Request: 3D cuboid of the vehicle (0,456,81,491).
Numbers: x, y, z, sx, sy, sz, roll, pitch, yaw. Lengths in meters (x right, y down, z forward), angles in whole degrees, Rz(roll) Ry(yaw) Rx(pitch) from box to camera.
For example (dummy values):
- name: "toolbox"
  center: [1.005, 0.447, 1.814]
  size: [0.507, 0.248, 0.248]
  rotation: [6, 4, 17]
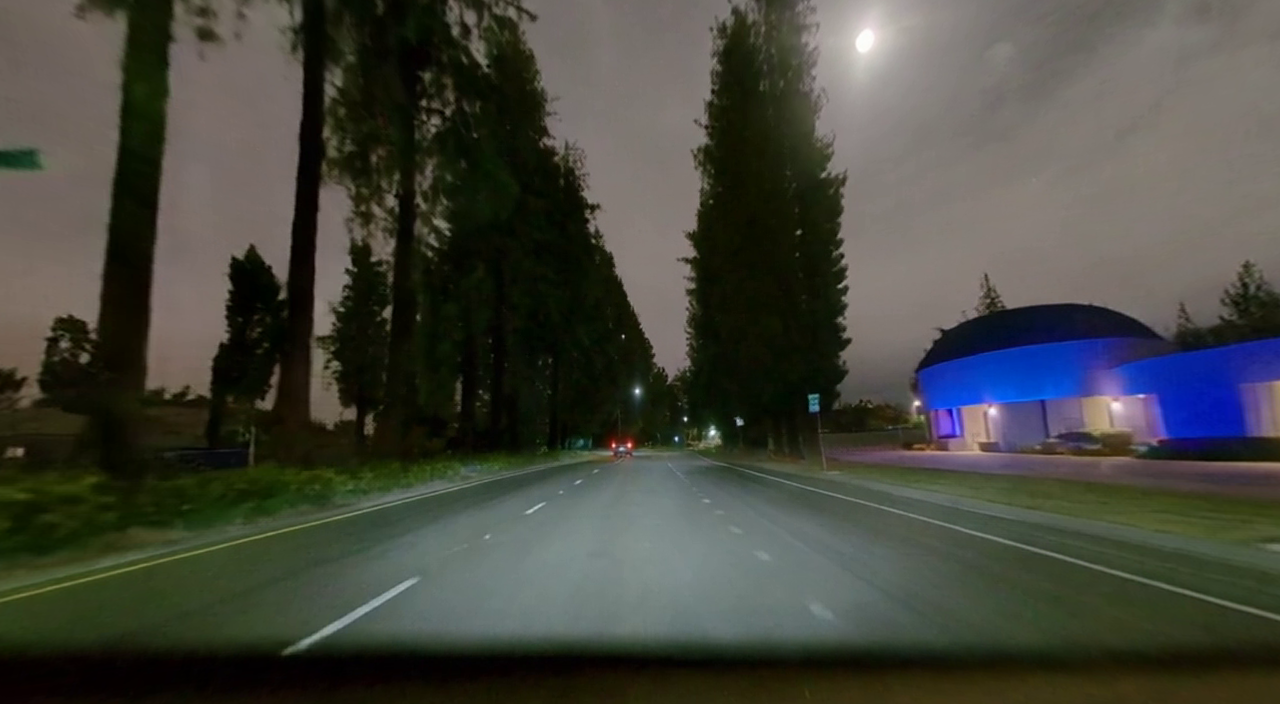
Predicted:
- name: "vehicle"
  center: [-34.267, 6.745, 35.224]
  size: [2.036, 1.754, 4.177]
  rotation: [-1, -9, 1]
